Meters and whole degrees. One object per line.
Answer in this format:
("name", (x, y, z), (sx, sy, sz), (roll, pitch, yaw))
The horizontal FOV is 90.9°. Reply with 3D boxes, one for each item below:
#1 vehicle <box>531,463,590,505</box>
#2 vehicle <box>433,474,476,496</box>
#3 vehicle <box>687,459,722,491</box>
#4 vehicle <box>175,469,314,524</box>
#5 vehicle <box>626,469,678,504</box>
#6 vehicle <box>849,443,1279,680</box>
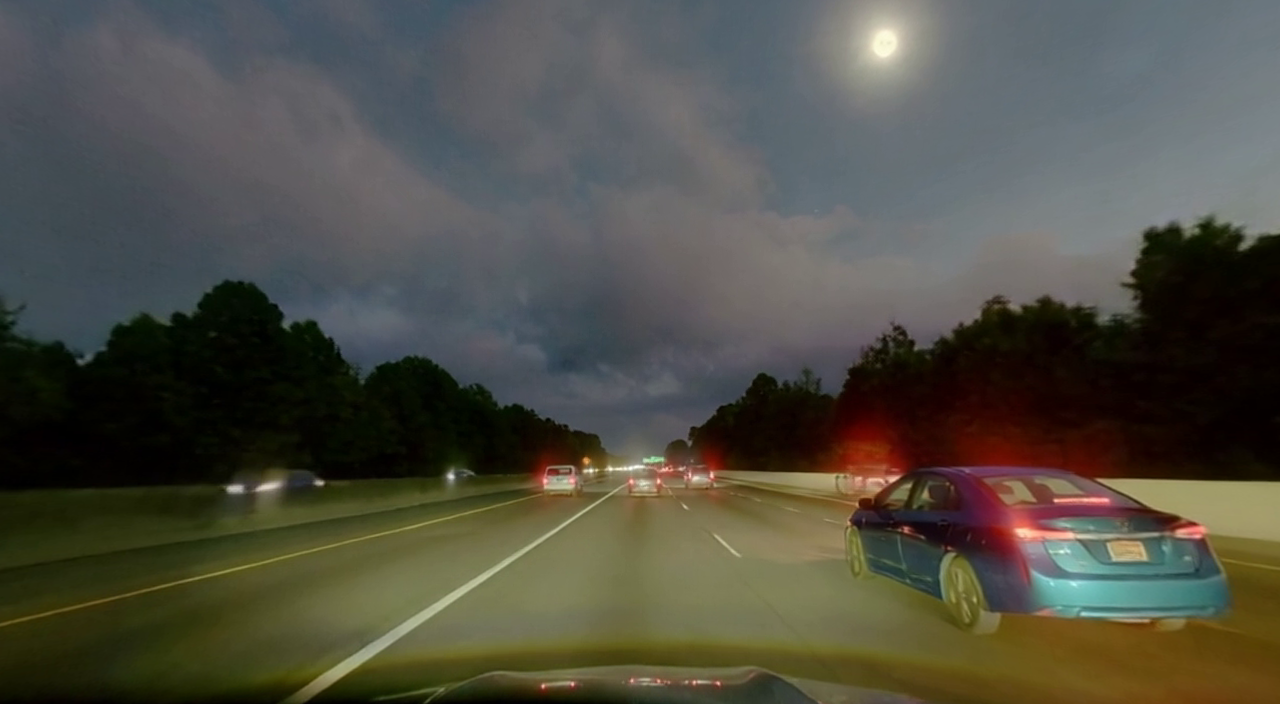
("vehicle", (-3.540, 5.968, 28.754), (2.021, 1.706, 4.247), (1, -10, 1))
("vehicle", (-13.991, 10.037, 47.772), (1.814, 1.486, 4.645), (1, -10, 0))
("vehicle", (4.562, 8.774, 45.011), (2.030, 2.172, 3.621), (1, -10, -1))
("vehicle", (-13.185, 4.810, 21.398), (1.921, 1.633, 4.323), (1, -10, -1))
("vehicle", (0.528, 6.173, 29.105), (2.241, 1.425, 3.973), (1, -10, 1))
("vehicle", (3.698, 1.769, 6.231), (1.938, 1.561, 3.786), (1, -10, 0))
